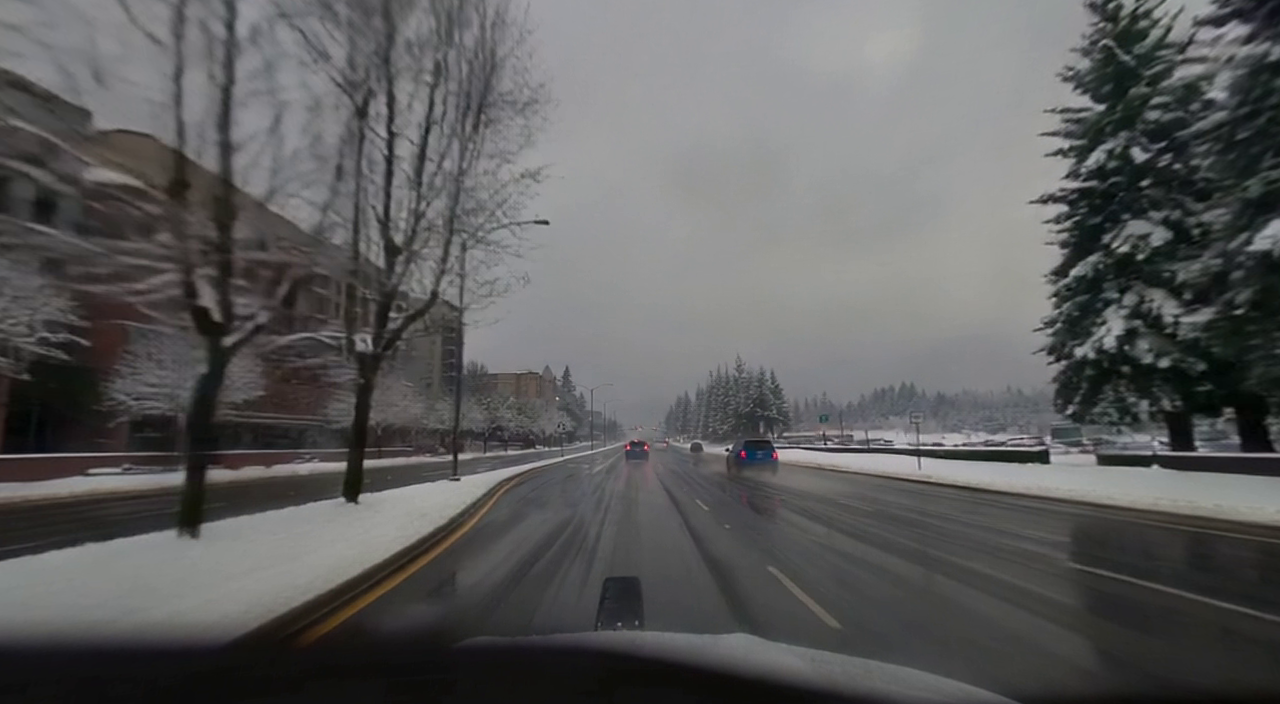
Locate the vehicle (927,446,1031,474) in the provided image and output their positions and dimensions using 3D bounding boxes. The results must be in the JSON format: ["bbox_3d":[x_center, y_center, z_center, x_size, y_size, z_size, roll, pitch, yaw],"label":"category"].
[{"bbox_3d":[19.058,6.073,35.487,4.683,1.462,1.995,0,-9,0],"label":"vehicle"}]

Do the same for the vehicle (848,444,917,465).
[{"bbox_3d":[18.997,8.031,49.423,4.644,1.552,1.980,0,-9,2],"label":"vehicle"}]

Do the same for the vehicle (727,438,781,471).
[{"bbox_3d":[6.525,5.948,36.698,2.136,1.799,4.796,0,-9,-2],"label":"vehicle"}]
